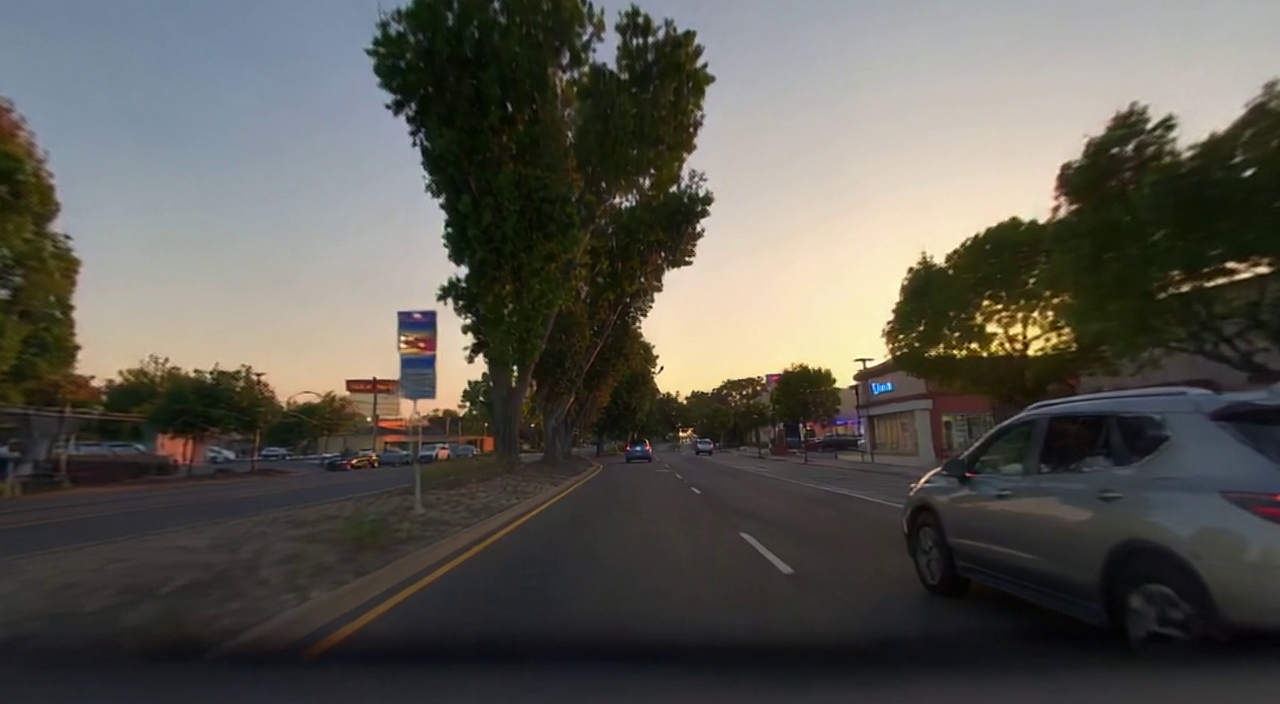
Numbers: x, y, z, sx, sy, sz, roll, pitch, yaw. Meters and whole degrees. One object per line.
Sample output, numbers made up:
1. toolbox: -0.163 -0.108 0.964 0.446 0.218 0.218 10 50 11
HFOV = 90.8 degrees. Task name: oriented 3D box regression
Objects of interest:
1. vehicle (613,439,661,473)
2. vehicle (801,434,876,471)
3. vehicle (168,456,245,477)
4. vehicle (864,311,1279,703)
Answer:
1. vehicle: -0.168 4.898 29.971 2.126 1.475 3.967 0 -8 -1
2. vehicle: 10.066 5.128 32.466 2.079 1.716 4.771 0 -8 -2
3. vehicle: -33.230 8.746 48.485 4.741 1.442 1.957 6 -10 -36
4. vehicle: 3.206 0.937 3.672 2.110 1.698 4.397 0 -8 -1
